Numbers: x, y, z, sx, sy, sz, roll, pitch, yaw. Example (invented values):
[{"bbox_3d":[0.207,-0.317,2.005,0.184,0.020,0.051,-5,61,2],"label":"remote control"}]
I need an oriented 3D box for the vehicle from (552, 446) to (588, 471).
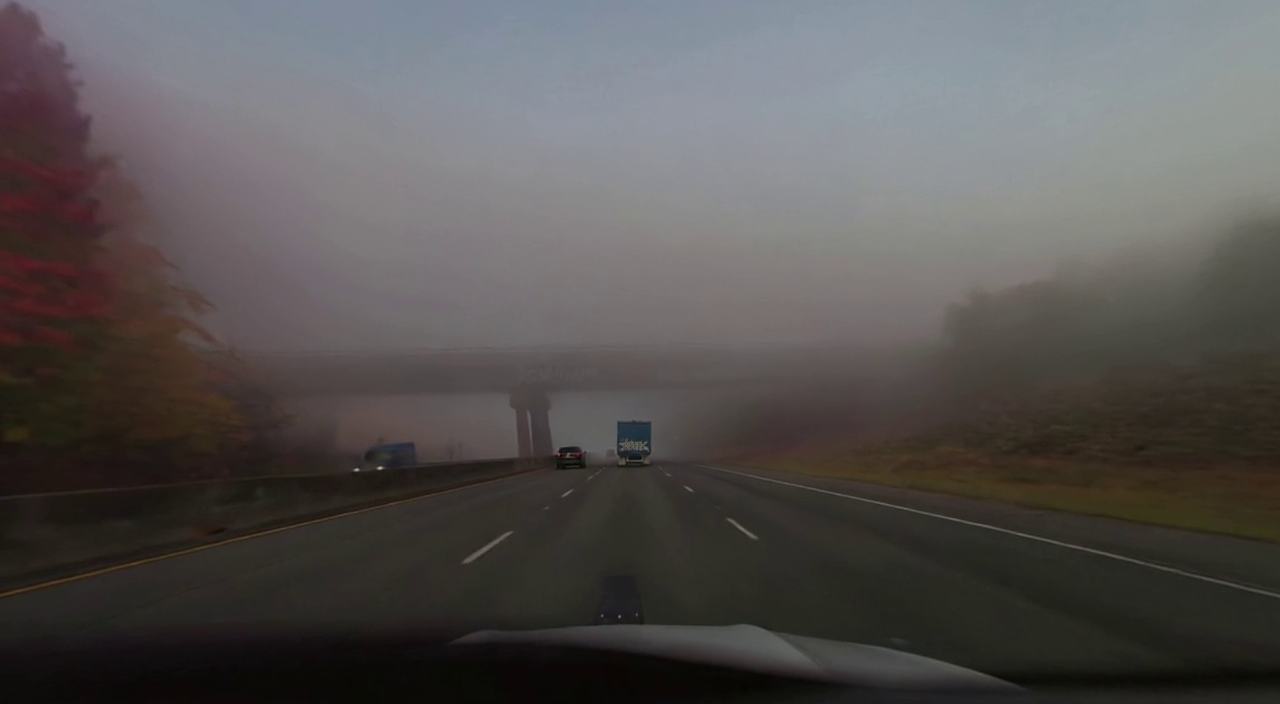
[{"bbox_3d":[-4.422,6.805,40.203,1.892,1.529,3.996,0,-9,-1],"label":"vehicle"}]

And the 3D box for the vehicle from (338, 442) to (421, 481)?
[{"bbox_3d":[-17.914,7.542,43.720,2.564,2.452,7.489,0,-9,0],"label":"vehicle"}]
